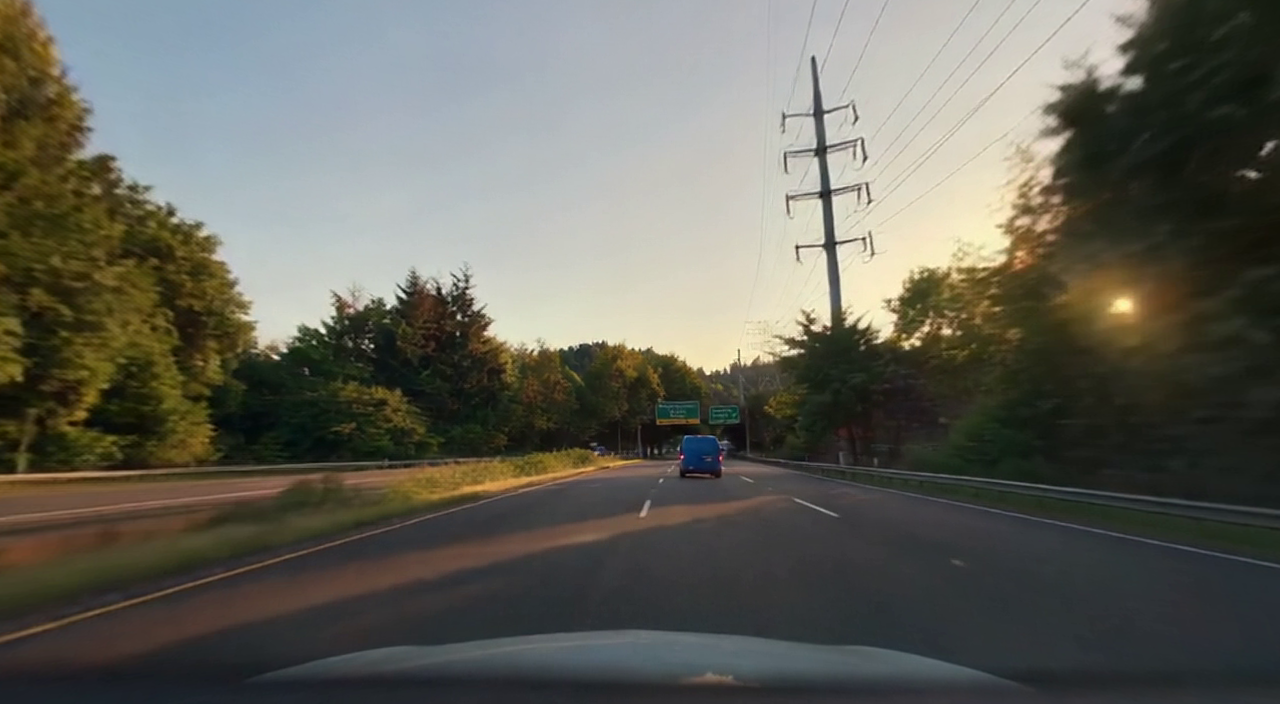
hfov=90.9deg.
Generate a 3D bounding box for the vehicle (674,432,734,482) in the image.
[{"bbox_3d":[2.662,4.547,27.416,2.261,1.969,5.104,0,-9,3],"label":"vehicle"}]
